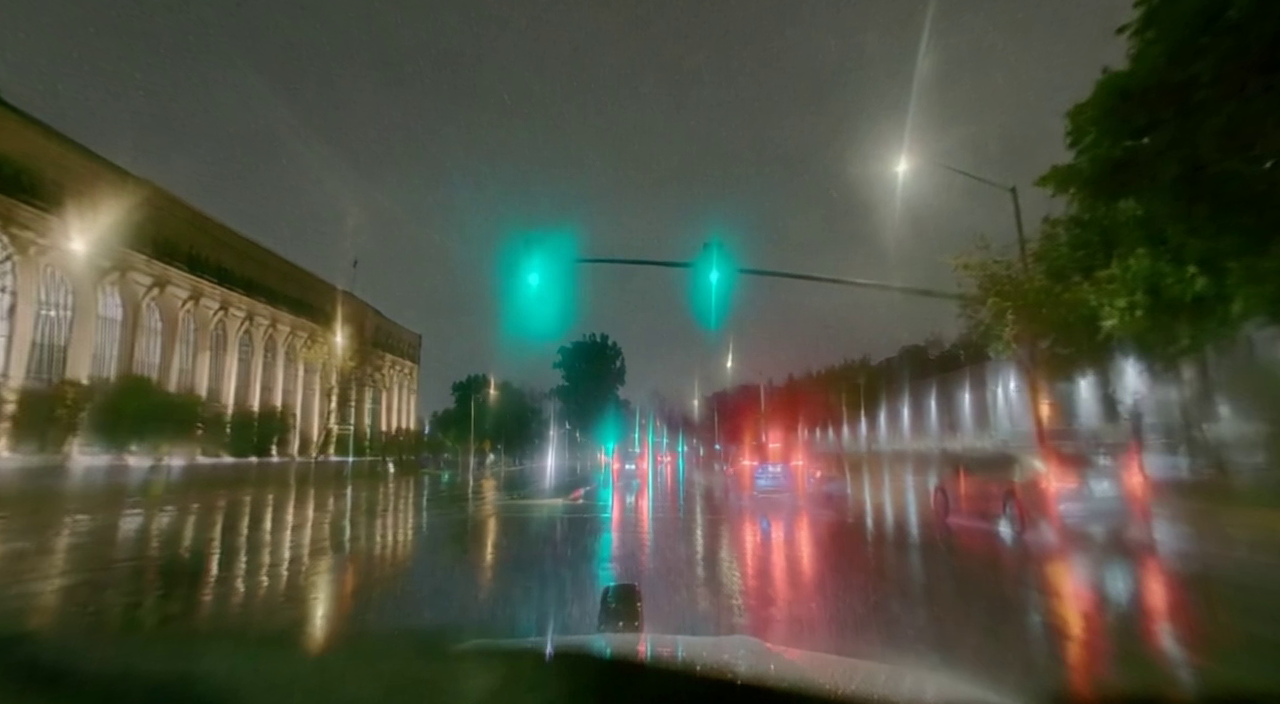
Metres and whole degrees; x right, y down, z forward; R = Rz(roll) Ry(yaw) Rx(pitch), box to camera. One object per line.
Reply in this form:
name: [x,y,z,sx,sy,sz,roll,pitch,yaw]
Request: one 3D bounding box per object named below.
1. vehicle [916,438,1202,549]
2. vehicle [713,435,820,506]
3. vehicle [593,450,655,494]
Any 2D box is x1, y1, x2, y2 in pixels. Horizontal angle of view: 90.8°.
vehicle: [6.666,2.263,10.799,1.868,1.472,4.274,0,-9,-1]
vehicle: [3.408,3.297,17.989,2.036,1.757,4.300,0,-9,-2]
vehicle: [-0.573,4.326,23.167,2.054,1.446,3.969,0,-9,-1]
